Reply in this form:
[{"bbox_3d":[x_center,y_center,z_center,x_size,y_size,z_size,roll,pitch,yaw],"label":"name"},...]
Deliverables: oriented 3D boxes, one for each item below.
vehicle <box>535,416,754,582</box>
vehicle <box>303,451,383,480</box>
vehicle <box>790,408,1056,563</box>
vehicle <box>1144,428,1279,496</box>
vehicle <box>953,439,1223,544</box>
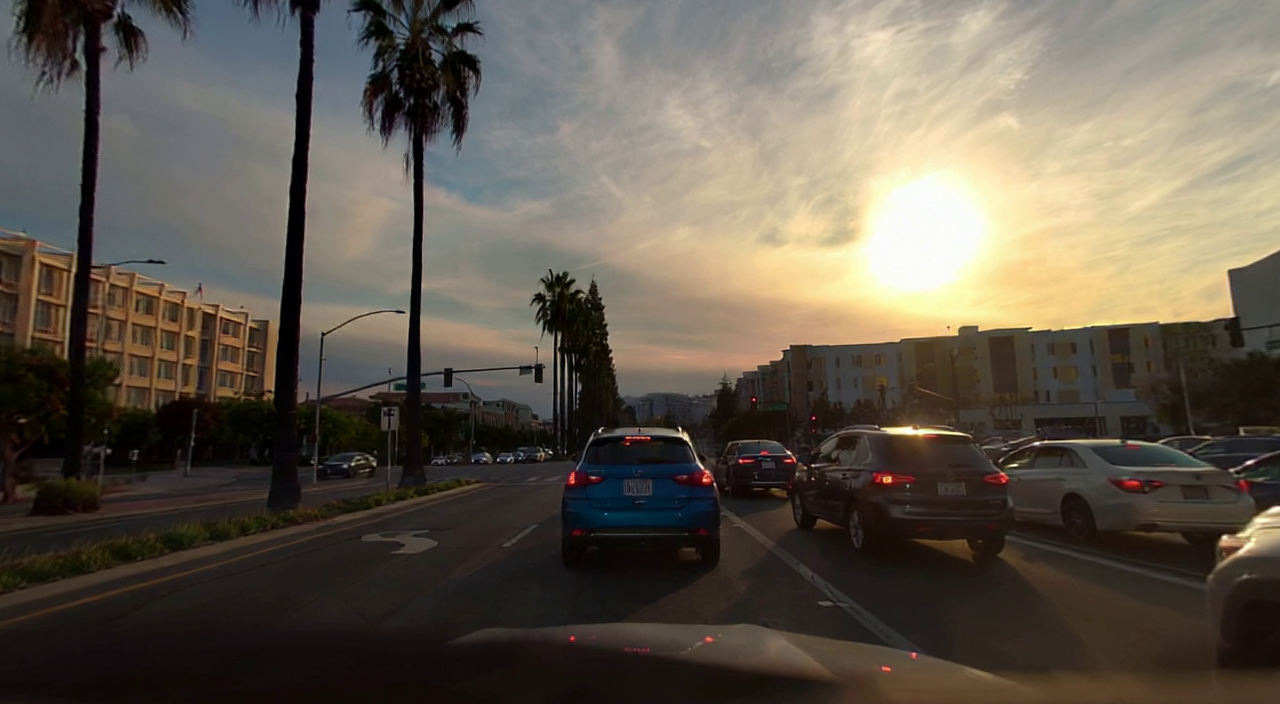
[{"bbox_3d":[0.035,1.709,8.109,2.083,1.572,4.021,0,-9,0],"label":"vehicle"},{"bbox_3d":[-16.154,6.168,34.659,2.021,1.464,4.505,0,-9,2],"label":"vehicle"},{"bbox_3d":[3.679,1.813,9.239,1.947,1.725,4.159,0,-9,0],"label":"vehicle"},{"bbox_3d":[18.073,3.196,18.472,4.786,1.848,2.107,0,-9,-1],"label":"vehicle"},{"bbox_3d":[7.381,2.291,11.043,1.832,1.477,3.981,0,-9,1],"label":"vehicle"}]
